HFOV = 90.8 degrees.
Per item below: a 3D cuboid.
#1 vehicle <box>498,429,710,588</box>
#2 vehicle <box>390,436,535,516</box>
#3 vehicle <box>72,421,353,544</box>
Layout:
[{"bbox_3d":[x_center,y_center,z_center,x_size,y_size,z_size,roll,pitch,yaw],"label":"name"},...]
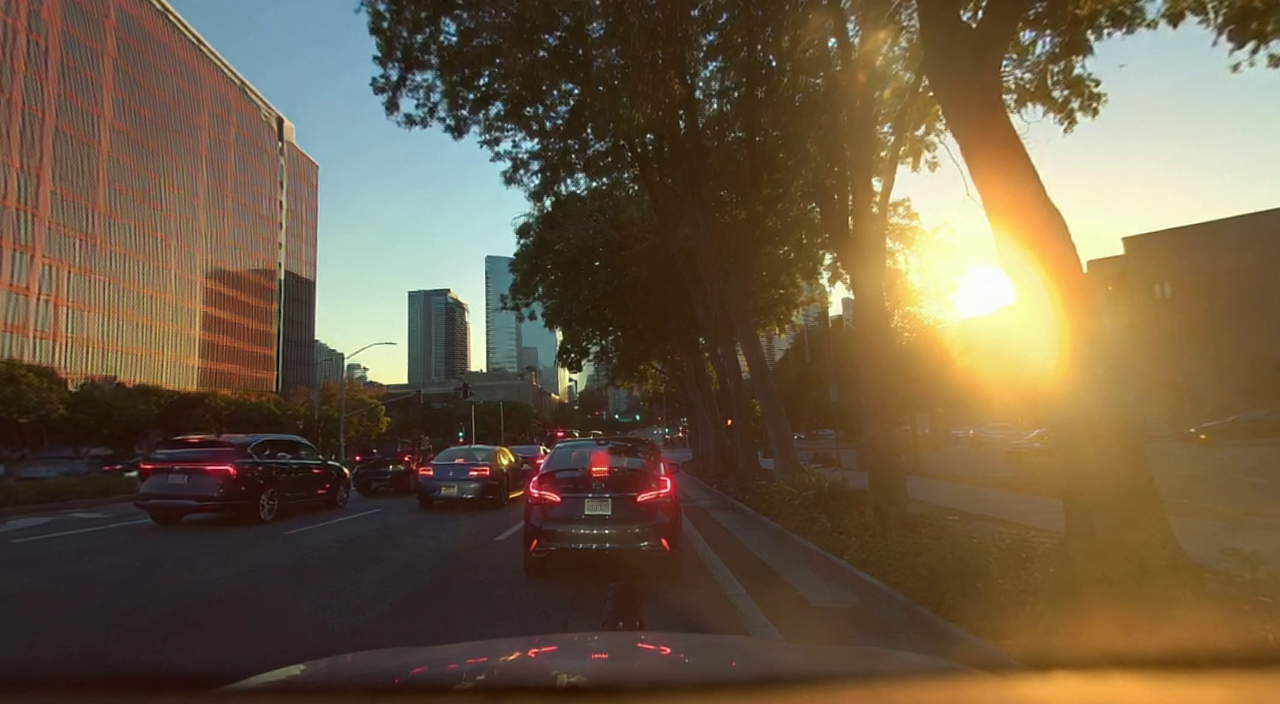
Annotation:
[{"bbox_3d":[-0.356,1.830,8.216,2.066,1.544,3.954,0,-8,0],"label":"vehicle"},{"bbox_3d":[-3.773,2.715,14.416,1.913,1.521,4.539,0,-9,1],"label":"vehicle"},{"bbox_3d":[-7.293,2.243,11.500,2.068,1.784,4.224,0,-9,1],"label":"vehicle"}]
